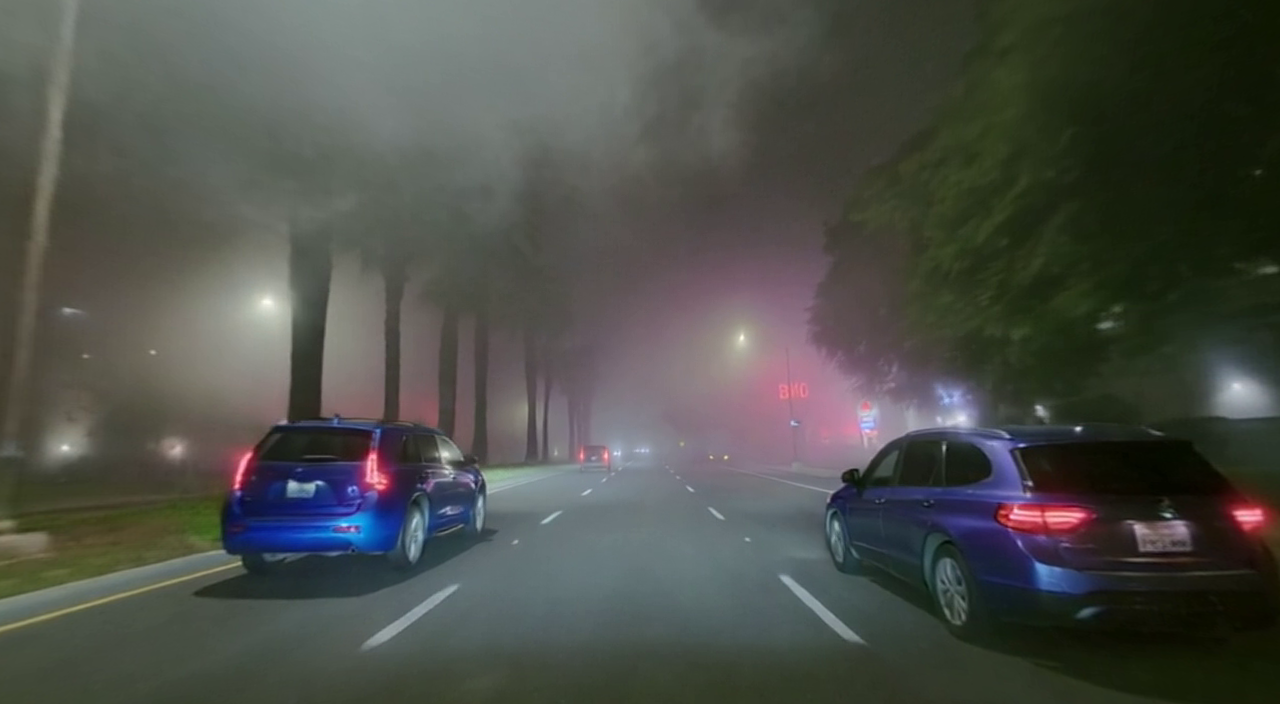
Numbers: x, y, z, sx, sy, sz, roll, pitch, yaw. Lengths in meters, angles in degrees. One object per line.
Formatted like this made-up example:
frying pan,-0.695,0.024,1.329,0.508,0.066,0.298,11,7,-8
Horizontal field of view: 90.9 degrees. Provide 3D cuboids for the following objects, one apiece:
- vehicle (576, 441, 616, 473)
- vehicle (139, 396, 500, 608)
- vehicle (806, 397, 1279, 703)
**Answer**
vehicle,-2.535,6.188,37.504,1.998,1.743,4.402,-1,-8,1
vehicle,-3.256,1.618,7.701,2.058,1.804,4.391,0,-8,0
vehicle,2.885,1.277,5.055,1.946,1.513,4.133,0,-8,0
